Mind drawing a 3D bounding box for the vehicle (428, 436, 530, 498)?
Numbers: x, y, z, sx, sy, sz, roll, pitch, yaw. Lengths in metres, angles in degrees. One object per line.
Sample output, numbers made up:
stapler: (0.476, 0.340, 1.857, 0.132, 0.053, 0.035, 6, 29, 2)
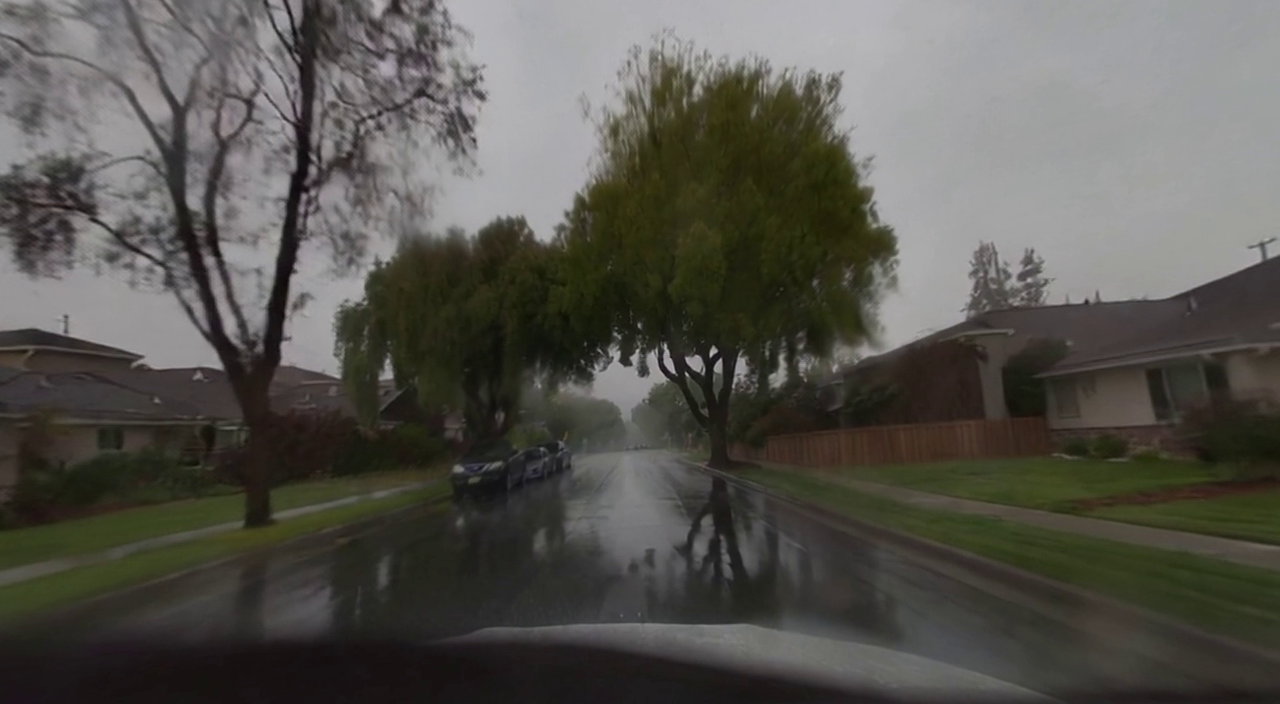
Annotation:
vehicle: (-5.589, 4.082, 22.865, 2.341, 1.886, 5.684, -1, -9, -1)

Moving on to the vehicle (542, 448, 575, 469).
vehicle: (-5.988, 7.885, 46.915, 1.901, 1.468, 4.212, -1, -9, 0)

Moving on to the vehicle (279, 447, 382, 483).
vehicle: (-16.885, 6.148, 34.637, 4.546, 1.791, 1.992, -1, -9, -1)
